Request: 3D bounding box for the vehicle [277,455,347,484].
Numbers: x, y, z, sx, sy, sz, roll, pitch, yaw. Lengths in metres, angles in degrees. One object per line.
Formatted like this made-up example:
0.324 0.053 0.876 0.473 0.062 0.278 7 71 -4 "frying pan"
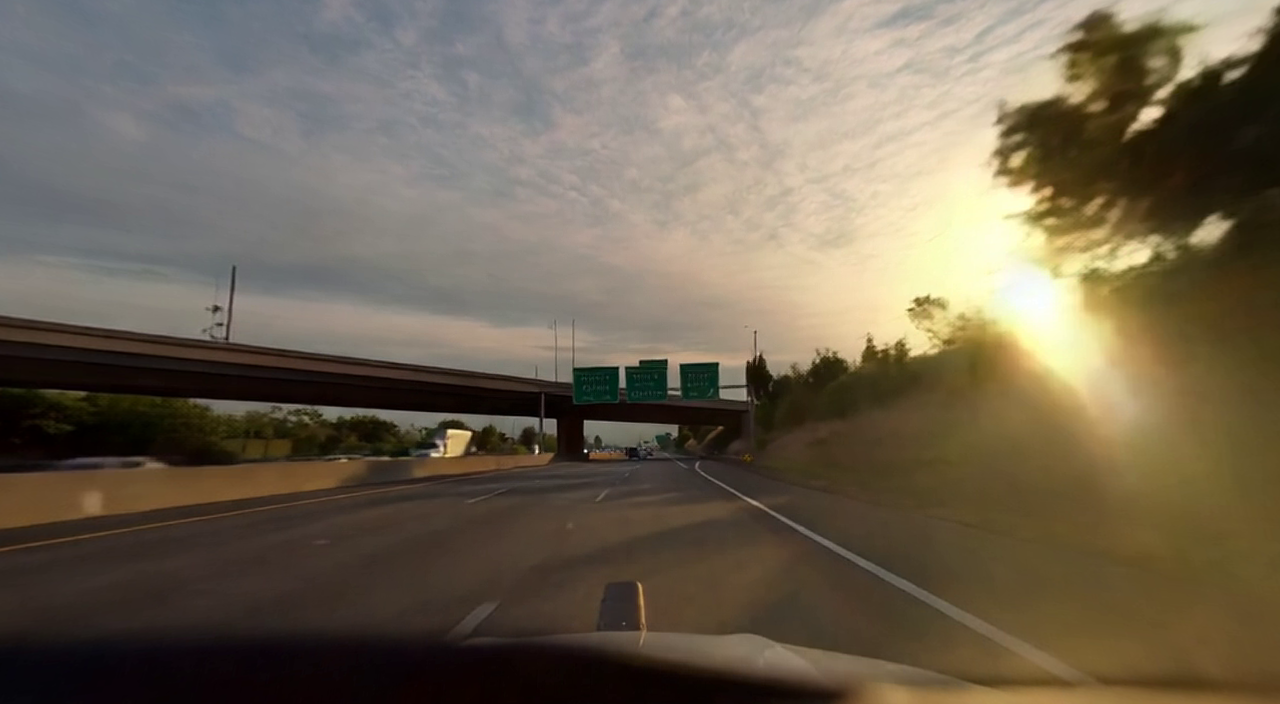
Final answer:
-18.232 6.534 35.225 1.756 1.438 3.866 0 -9 1 "vehicle"
